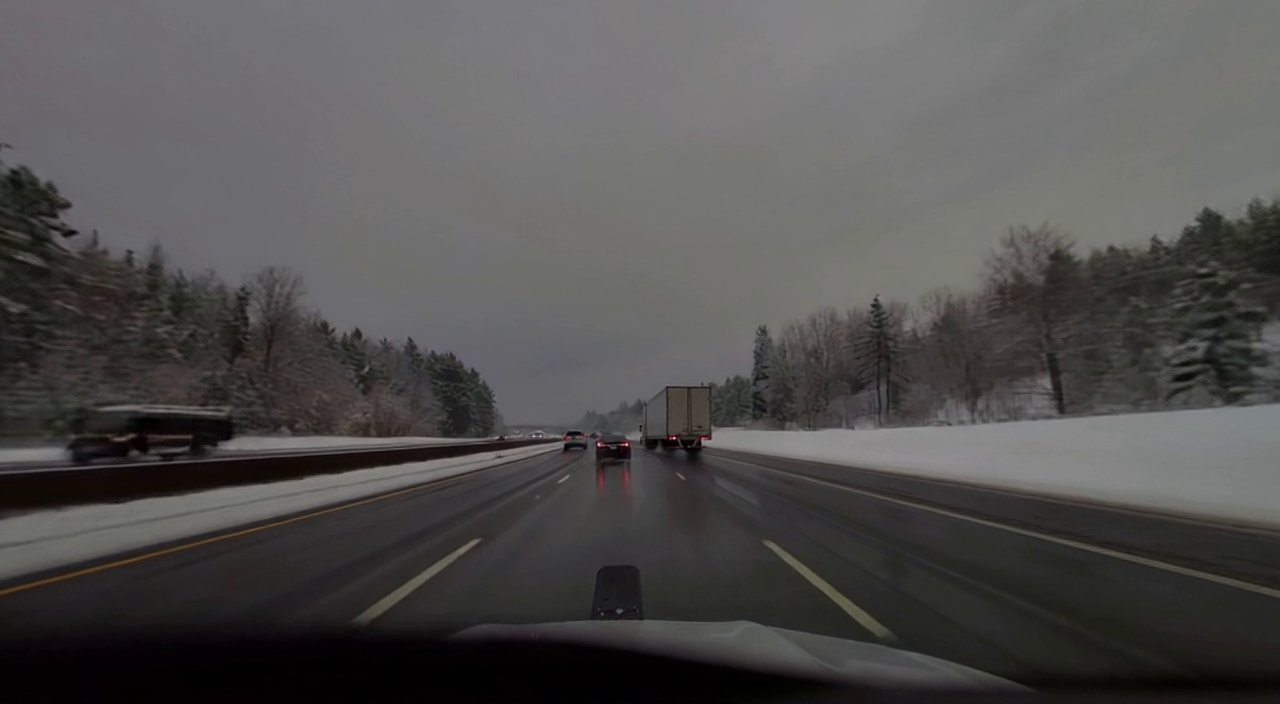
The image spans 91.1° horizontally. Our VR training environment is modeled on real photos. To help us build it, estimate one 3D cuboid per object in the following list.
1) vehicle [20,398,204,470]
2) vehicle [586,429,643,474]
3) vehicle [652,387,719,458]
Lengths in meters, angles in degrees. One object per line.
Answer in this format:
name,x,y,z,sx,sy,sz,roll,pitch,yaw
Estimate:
vehicle,-21.564,3.434,26.170,2.466,2.638,6.001,0,-8,-1
vehicle,-0.980,3.883,24.698,2.048,1.563,4.087,0,-8,-2
vehicle,2.806,5.158,44.209,2.946,4.111,14.652,0,-8,-3
